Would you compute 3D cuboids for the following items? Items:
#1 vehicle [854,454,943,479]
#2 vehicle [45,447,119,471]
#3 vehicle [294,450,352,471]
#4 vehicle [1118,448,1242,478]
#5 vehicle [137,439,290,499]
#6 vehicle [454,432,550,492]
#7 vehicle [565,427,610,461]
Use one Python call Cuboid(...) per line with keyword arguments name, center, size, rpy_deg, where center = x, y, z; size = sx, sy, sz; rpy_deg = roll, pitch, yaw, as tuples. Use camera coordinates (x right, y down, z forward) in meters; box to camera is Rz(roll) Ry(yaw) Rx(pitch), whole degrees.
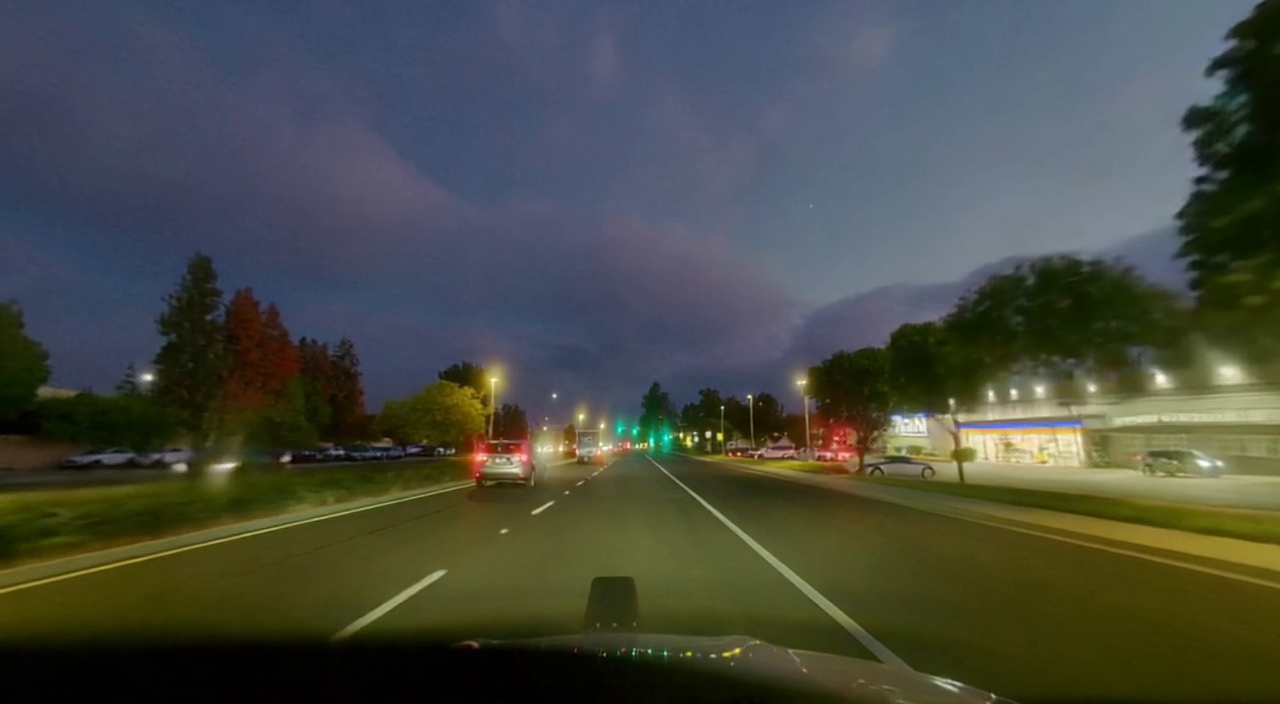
Cuboid(name="vehicle", center=(16.264, 7.214, 39.757), size=(4.723, 1.466, 2.085), rpy_deg=(0, -9, -1))
Cuboid(name="vehicle", center=(-37.833, 7.257, 42.836), size=(1.916, 1.475, 4.651), rpy_deg=(3, -9, -17))
Cuboid(name="vehicle", center=(-23.183, 7.923, 46.211), size=(1.885, 1.428, 4.638), rpy_deg=(0, -8, -1))
Cuboid(name="vehicle", center=(28.936, 5.960, 33.826), size=(4.754, 1.499, 1.955), rpy_deg=(0, -8, 2))
Cuboid(name="vehicle", center=(-12.356, 3.378, 18.611), size=(1.760, 1.567, 3.930), rpy_deg=(0, -8, -1))
Cuboid(name="vehicle", center=(-4.283, 3.480, 20.252), size=(2.109, 1.672, 4.256), rpy_deg=(0, -8, 0))
Cuboid(name="vehicle", center=(-4.019, 7.316, 49.971), size=(2.917, 2.524, 6.990), rpy_deg=(0, -8, 0))
